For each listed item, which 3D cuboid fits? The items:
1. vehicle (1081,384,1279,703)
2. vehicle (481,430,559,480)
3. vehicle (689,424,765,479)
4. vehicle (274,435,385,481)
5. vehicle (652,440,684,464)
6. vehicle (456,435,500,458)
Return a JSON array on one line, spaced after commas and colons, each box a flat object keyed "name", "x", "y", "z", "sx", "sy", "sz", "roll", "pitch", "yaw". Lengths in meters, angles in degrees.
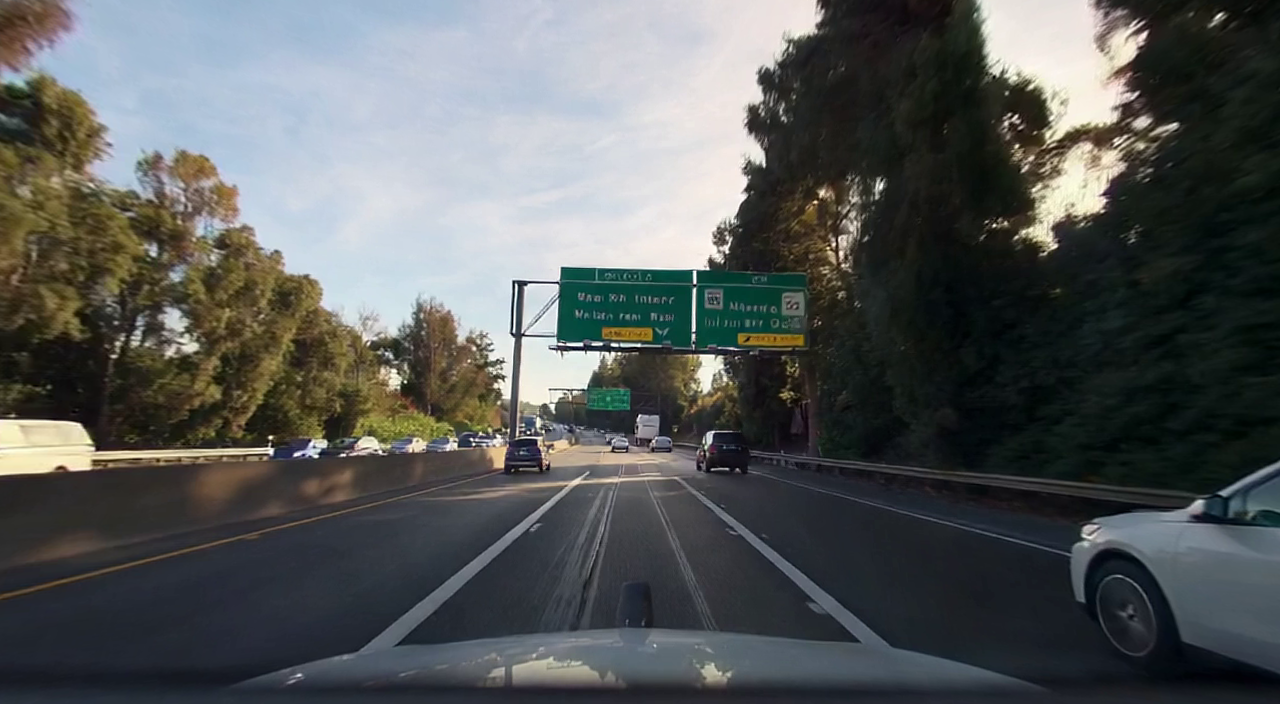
[{"name": "vehicle", "x": 3.695, "y": 0.727, "z": 1.474, "sx": 2.127, "sy": 1.497, "sz": 4.445, "roll": 0, "pitch": -8, "yaw": 1}, {"name": "vehicle", "x": -4.384, "y": 3.824, "z": 23.652, "sx": 2.058, "sy": 1.689, "sz": 4.315, "roll": 0, "pitch": -8, "yaw": 0}, {"name": "vehicle", "x": 3.269, "y": 3.902, "z": 24.990, "sx": 2.207, "sy": 1.937, "sz": 5.610, "roll": 0, "pitch": -8, "yaw": 0}, {"name": "vehicle", "x": -10.676, "y": 3.639, "z": 21.949, "sx": 1.944, "sy": 1.446, "sz": 3.739, "roll": 0, "pitch": -8, "yaw": 0}, {"name": "vehicle", "x": 1.701, "y": 6.199, "z": 39.167, "sx": 1.844, "sy": 1.462, "sz": 3.736, "roll": 0, "pitch": -8, "yaw": 0}, {"name": "vehicle", "x": -11.421, "y": 6.739, "z": 44.728, "sx": 1.948, "sy": 1.538, "sz": 4.322, "roll": 0, "pitch": -8, "yaw": 0}]
